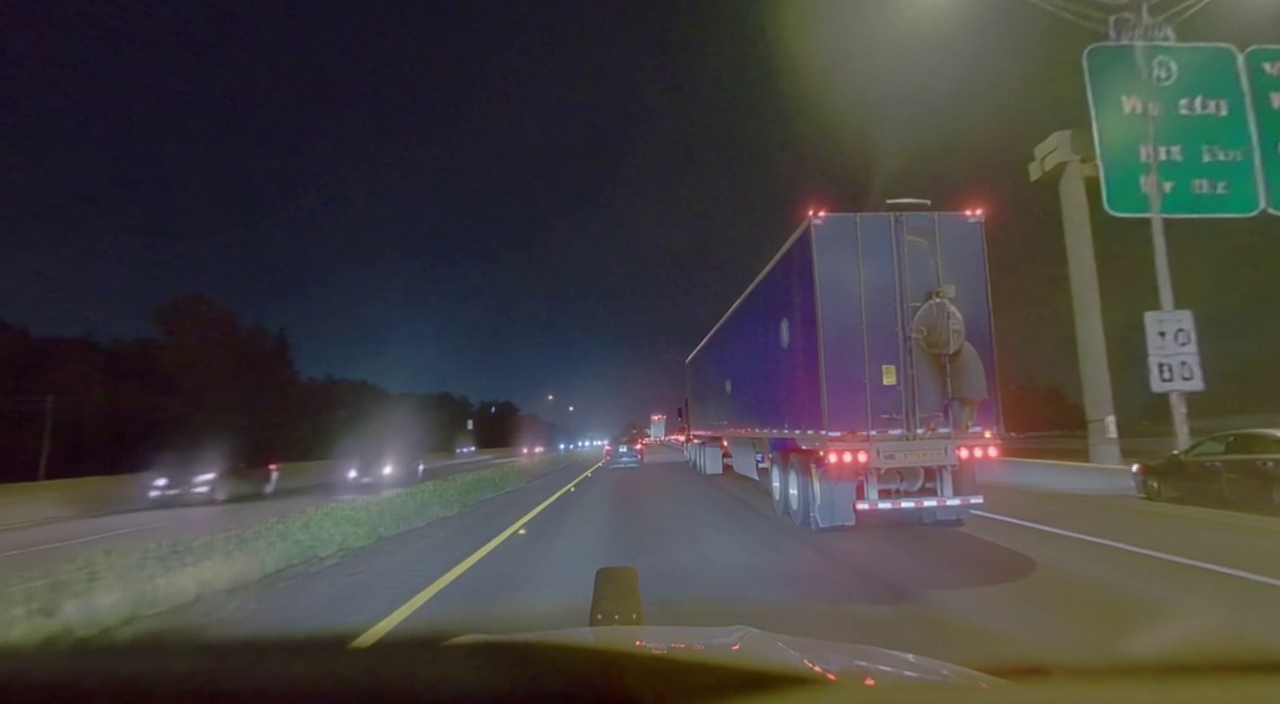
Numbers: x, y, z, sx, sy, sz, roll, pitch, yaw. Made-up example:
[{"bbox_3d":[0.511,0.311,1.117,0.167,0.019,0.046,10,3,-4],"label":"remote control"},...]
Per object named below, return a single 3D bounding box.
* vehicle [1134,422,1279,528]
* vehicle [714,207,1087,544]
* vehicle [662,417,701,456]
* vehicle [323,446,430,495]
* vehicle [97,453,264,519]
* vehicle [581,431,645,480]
[{"bbox_3d":[9.832,1.798,9.357,1.739,1.471,3.889,0,-8,-2],"label":"vehicle"},{"bbox_3d":[3.502,0.835,11.906,2.826,3.905,9.262,0,-8,-1],"label":"vehicle"},{"bbox_3d":[3.133,6.552,48.820,2.475,2.782,4.986,0,-8,-3],"label":"vehicle"},{"bbox_3d":[-8.941,4.035,21.860,1.951,1.460,4.219,0,-8,-1],"label":"vehicle"},{"bbox_3d":[-12.799,3.696,17.951,1.905,1.541,4.030,0,-8,-4],"label":"vehicle"},{"bbox_3d":[-0.861,3.481,21.480,2.000,1.510,3.518,0,-8,0],"label":"vehicle"}]
